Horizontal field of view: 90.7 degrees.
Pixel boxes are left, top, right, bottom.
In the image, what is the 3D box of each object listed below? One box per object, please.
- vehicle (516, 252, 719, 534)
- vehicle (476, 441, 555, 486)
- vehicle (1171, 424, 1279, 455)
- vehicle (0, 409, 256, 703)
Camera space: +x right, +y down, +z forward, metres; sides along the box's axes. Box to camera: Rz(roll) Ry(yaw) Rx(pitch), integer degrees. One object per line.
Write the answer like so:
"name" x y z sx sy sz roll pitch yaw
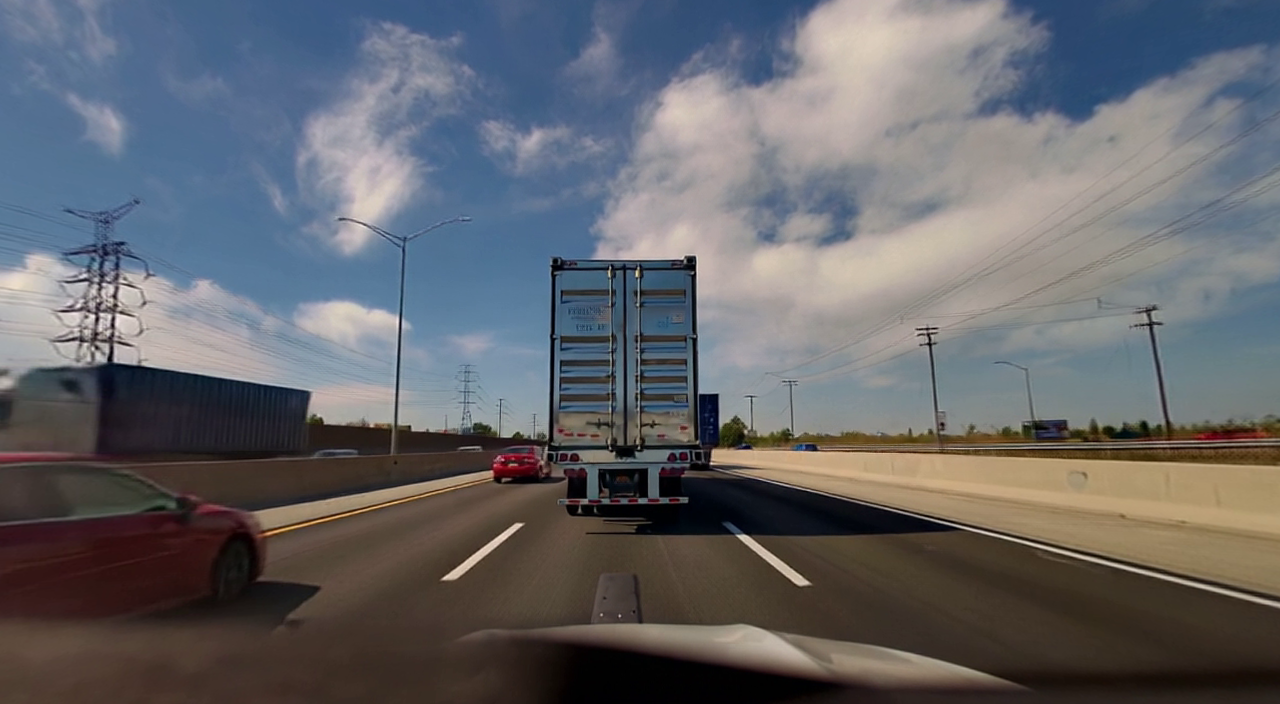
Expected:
"vehicle" -0.305 1.420 15.107 2.841 4.071 12.046 0 -9 0
"vehicle" -4.468 4.092 23.496 1.993 1.475 4.540 0 -9 0
"vehicle" 32.428 4.869 34.832 4.579 1.594 1.932 -9 -12 44
"vehicle" -4.164 1.038 3.130 1.912 1.485 4.218 0 -9 -1
